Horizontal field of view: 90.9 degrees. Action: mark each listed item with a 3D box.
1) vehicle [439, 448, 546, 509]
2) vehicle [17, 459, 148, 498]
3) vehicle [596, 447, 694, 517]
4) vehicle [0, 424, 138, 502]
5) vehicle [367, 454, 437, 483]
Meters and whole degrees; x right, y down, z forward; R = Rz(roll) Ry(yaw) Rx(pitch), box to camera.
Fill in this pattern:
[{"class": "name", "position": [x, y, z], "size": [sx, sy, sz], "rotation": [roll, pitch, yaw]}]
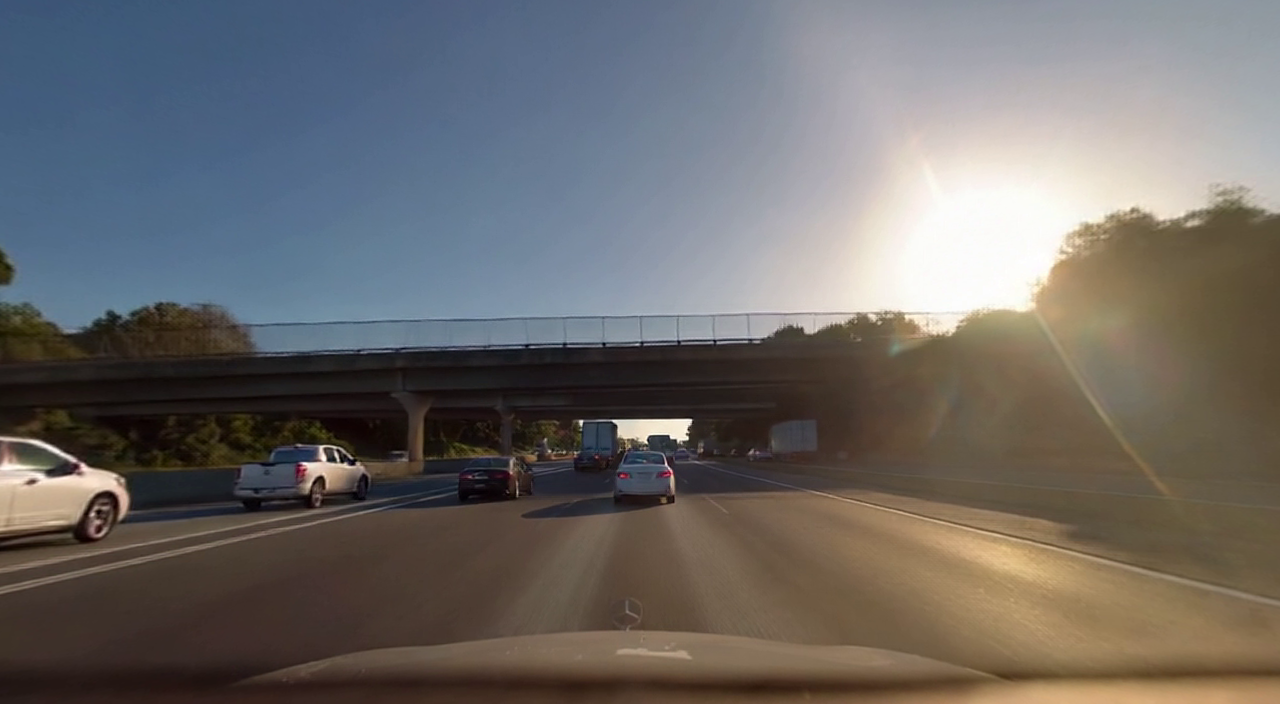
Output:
[{"class": "vehicle", "position": [-4.034, 3.532, 18.043], "size": [1.929, 1.509, 4.331], "rotation": [0, -9, 1]}, {"class": "vehicle", "position": [-27.794, 6.283, 31.707], "size": [1.962, 1.694, 4.917], "rotation": [0, -9, 2]}, {"class": "vehicle", "position": [0.122, 3.069, 15.349], "size": [2.057, 1.449, 3.931], "rotation": [0, -9, 1]}, {"class": "vehicle", "position": [-32.169, 5.436, 30.898], "size": [2.803, 3.665, 14.746], "rotation": [0, -9, 1]}, {"class": "vehicle", "position": [-13.293, 6.535, 35.565], "size": [1.940, 1.482, 4.610], "rotation": [-1, -9, 3]}]
